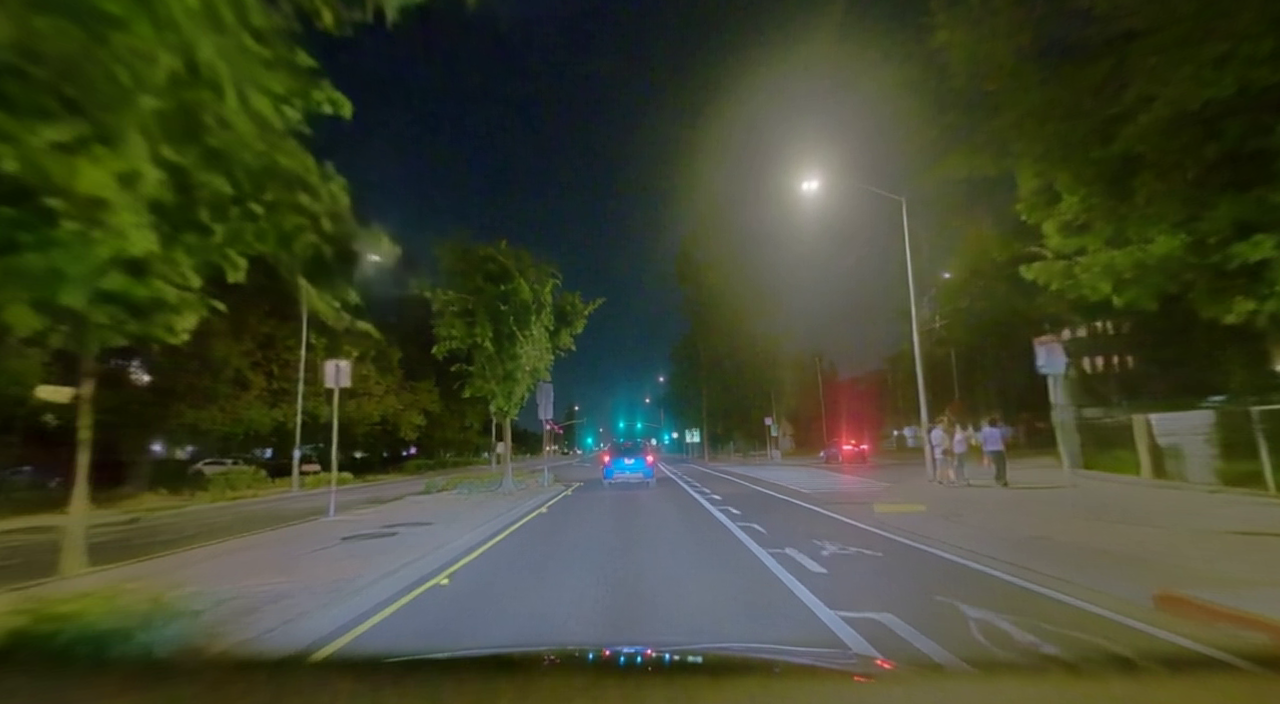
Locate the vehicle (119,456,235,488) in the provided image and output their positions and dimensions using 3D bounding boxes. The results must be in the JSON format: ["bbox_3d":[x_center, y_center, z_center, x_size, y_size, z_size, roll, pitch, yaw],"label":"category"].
[{"bbox_3d":[-23.281,6.027,31.895,4.204,1.522,1.998,0,-8,-3],"label":"vehicle"}]

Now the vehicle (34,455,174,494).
[{"bbox_3d":[-22.837,5.215,27.063,4.038,1.531,2.015,0,-9,-2],"label":"vehicle"}]

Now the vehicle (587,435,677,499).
[{"bbox_3d":[-0.209,3.164,17.875,2.221,1.570,4.398,0,-8,-1],"label":"vehicle"}]

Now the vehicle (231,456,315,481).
[{"bbox_3d":[-23.018,7.308,39.747,4.086,1.478,1.844,0,-8,-4],"label":"vehicle"}]
